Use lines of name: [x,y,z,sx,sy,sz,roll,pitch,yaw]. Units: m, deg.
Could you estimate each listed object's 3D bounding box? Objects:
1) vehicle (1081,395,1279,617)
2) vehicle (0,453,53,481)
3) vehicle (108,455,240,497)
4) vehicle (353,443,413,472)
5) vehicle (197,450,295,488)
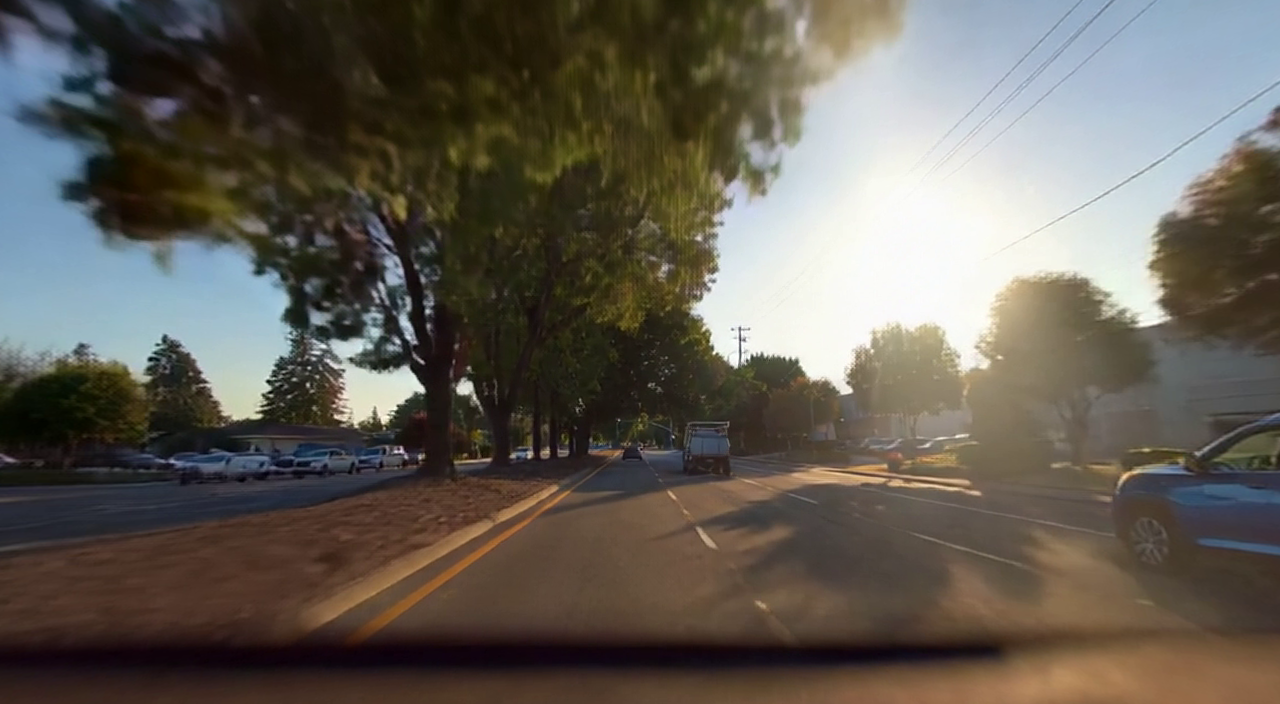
vehicle: [6.120,1.202,4.895,2.012,1.754,4.635,0,-8,0]
vehicle: [-41.615,7.485,41.186,4.562,1.756,2.075,0,-9,1]
vehicle: [-19.149,5.096,26.283,2.048,1.493,4.588,0,-8,-1]
vehicle: [-19.701,8.081,48.749,2.281,2.035,5.418,0,-8,1]
vehicle: [-19.607,5.806,31.709,1.985,1.667,4.622,0,-8,-1]
